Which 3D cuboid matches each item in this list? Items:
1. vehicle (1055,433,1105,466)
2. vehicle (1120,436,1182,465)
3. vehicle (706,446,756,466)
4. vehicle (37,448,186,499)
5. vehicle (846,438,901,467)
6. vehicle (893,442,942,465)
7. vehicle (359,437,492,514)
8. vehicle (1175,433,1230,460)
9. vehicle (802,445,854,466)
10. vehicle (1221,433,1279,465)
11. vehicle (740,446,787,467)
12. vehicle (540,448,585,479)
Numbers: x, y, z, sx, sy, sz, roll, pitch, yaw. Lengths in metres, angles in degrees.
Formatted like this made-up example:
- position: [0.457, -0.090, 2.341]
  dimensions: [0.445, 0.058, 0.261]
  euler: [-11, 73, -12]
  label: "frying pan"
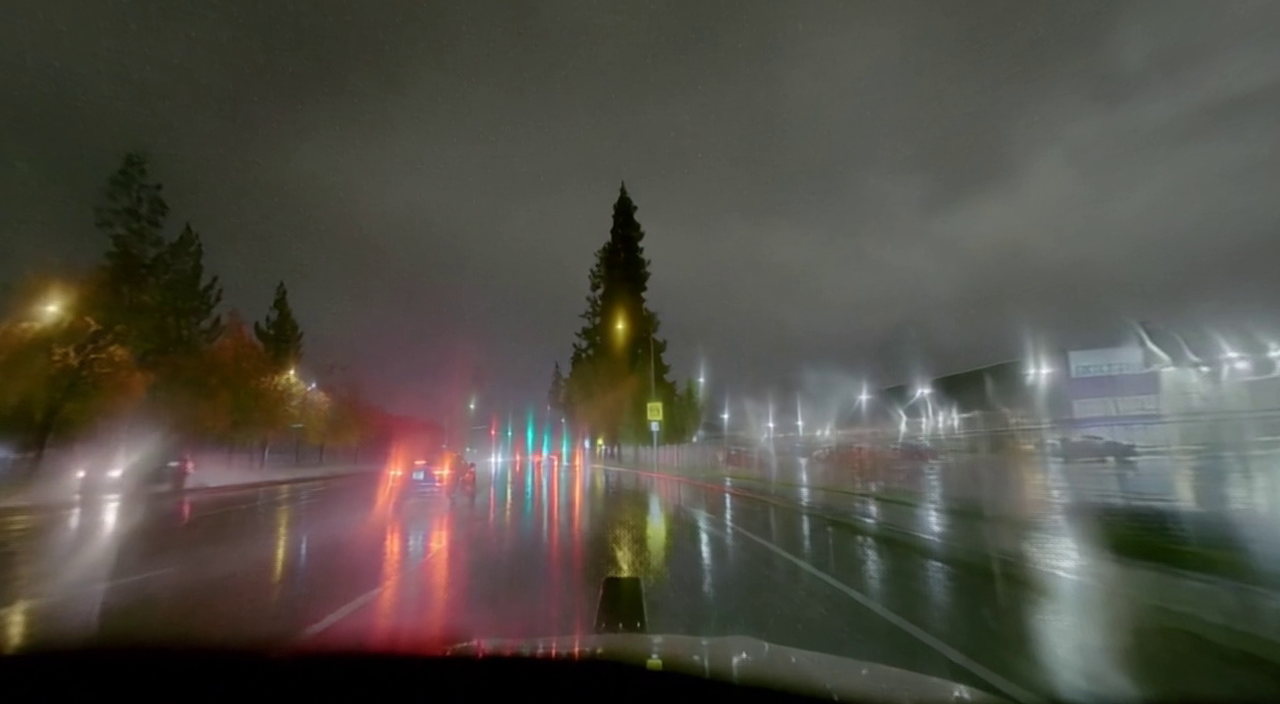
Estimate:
- position: [25.140, 5.574, 36.233]
  dimensions: [1.942, 1.726, 5.194]
  euler: [-8, -11, 32]
  label: "vehicle"
- position: [27.462, 5.310, 34.083]
  dimensions: [1.863, 1.456, 4.250]
  euler: [-5, -10, 29]
  label: "vehicle"
- position: [7.234, 8.197, 49.954]
  dimensions: [2.041, 1.459, 4.830]
  euler: [-6, -10, 33]
  label: "vehicle"
- position: [-21.226, 4.845, 25.723]
  dimensions: [2.214, 1.844, 4.822]
  euler: [1, -9, -6]
  label: "vehicle"
- position: [16.113, 6.892, 43.448]
  dimensions: [2.062, 1.703, 4.661]
  euler: [-11, -12, 36]
  label: "vehicle"
- position: [18.303, 6.680, 41.587]
  dimensions: [1.934, 1.423, 4.008]
  euler: [-7, -11, 37]
  label: "vehicle"
- position: [-5.280, 3.083, 16.309]
  dimensions: [2.105, 1.676, 4.541]
  euler: [0, -9, -4]
  label: "vehicle"
- position: [38.534, 6.515, 43.406]
  dimensions: [2.050, 1.746, 4.527]
  euler: [-5, -11, 33]
  label: "vehicle"
- position: [13.381, 7.295, 44.837]
  dimensions: [2.048, 1.392, 4.562]
  euler: [-7, -11, 36]
  label: "vehicle"
- position: [30.756, 4.822, 31.499]
  dimensions: [2.027, 1.455, 3.838]
  euler: [-6, -10, 34]
  label: "vehicle"
- position: [9.325, 7.836, 47.592]
  dimensions: [2.131, 1.437, 4.325]
  euler: [-5, -10, 29]
  label: "vehicle"
- position: [-3.980, 5.675, 32.469]
  dimensions: [2.147, 1.474, 4.083]
  euler: [1, -9, -7]
  label: "vehicle"
